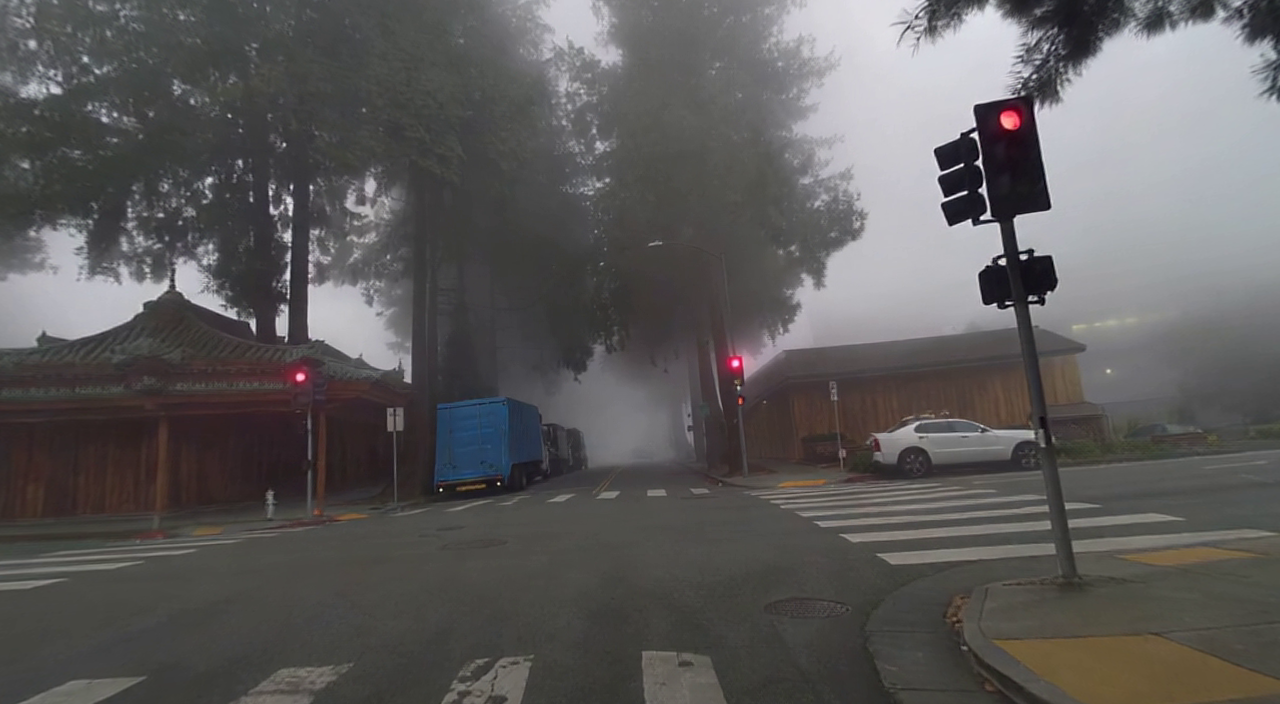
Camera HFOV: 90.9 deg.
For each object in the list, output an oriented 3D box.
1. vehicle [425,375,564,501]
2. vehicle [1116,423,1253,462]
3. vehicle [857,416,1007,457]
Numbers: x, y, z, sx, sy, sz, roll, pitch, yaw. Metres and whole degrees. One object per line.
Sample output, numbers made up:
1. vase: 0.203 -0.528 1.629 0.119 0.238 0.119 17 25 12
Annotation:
1. vehicle: -5.728 3.723 27.147 3.113 4.041 10.284 -7 -8 0
2. vehicle: 24.952 4.161 29.028 4.268 1.695 2.053 0 -8 3
3. vehicle: 10.696 3.141 23.424 4.643 1.456 1.820 -1 -8 5
